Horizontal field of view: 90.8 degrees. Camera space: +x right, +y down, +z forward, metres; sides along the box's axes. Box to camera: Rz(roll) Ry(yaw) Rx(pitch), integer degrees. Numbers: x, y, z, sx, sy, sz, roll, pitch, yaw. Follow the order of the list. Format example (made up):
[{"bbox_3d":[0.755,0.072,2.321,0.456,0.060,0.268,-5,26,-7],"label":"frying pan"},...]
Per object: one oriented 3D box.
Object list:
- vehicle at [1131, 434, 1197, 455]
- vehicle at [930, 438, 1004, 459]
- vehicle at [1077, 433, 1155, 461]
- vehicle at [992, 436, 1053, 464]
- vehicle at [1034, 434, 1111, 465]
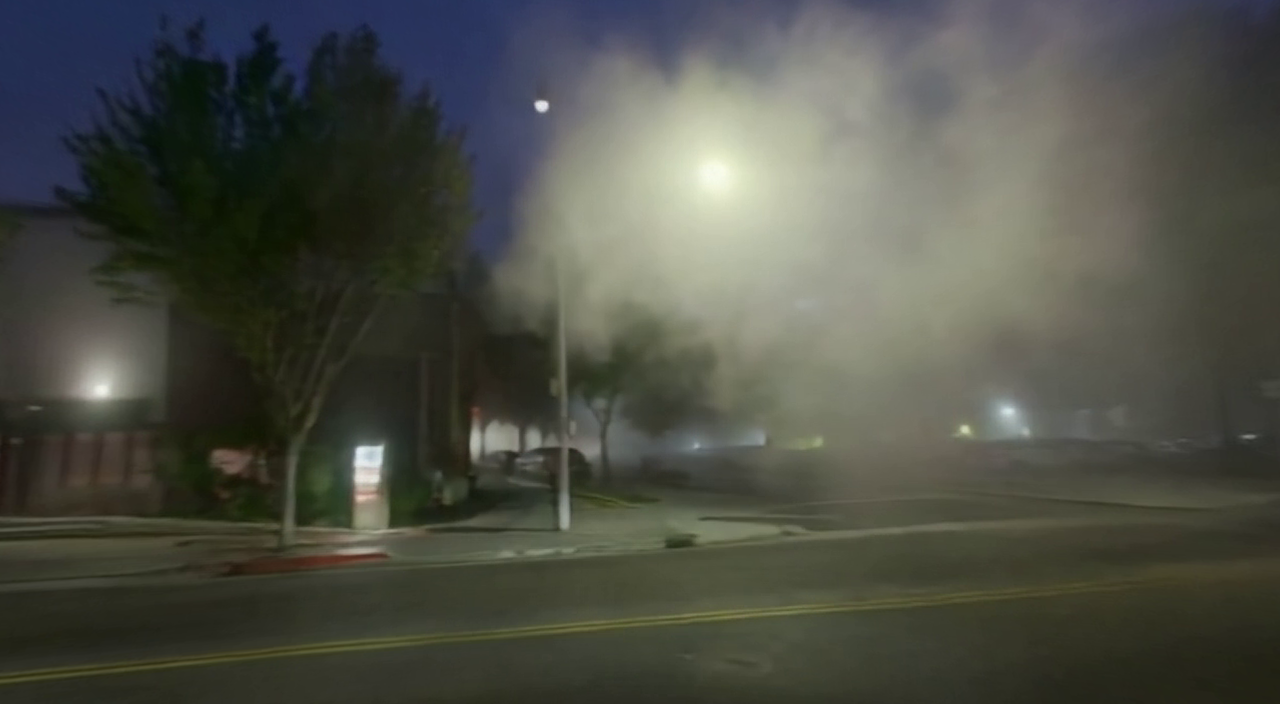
[{"bbox_3d":[40.864,7.202,49.337,1.660,1.415,3.627,4,-7,-37],"label":"vehicle"},{"bbox_3d":[23.576,6.973,45.667,1.734,1.418,4.317,6,-11,-36],"label":"vehicle"},{"bbox_3d":[27.492,5.522,36.702,2.102,1.541,4.416,-3,-9,16],"label":"vehicle"},{"bbox_3d":[21.500,5.537,35.700,2.130,1.458,4.157,-4,-9,20],"label":"vehicle"},{"bbox_3d":[23.913,5.410,35.149,2.121,1.541,5.124,-3,-9,19],"label":"vehicle"}]
